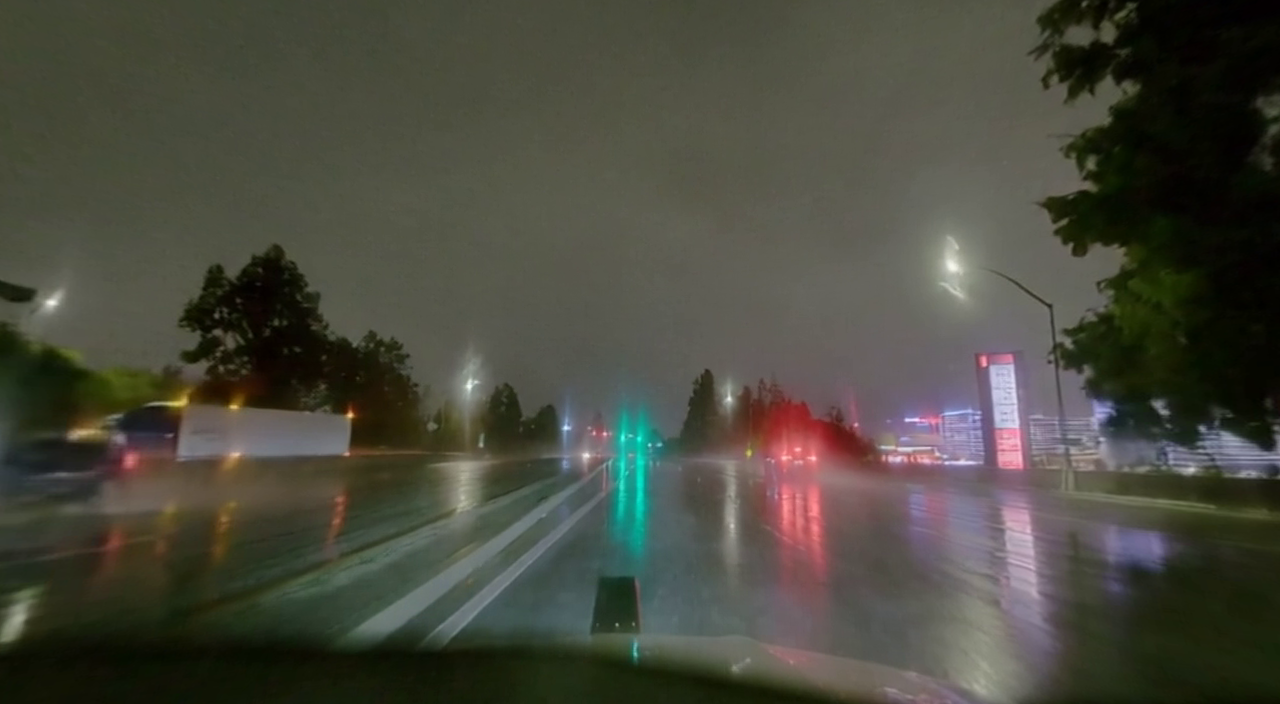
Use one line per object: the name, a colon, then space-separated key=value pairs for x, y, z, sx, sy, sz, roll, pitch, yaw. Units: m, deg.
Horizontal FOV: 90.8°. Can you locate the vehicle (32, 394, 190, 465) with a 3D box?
vehicle: x=-35.260 y=5.255 z=42.502 sx=3.275 sy=4.316 sz=7.018 roll=-3 pitch=-9 yaw=25
